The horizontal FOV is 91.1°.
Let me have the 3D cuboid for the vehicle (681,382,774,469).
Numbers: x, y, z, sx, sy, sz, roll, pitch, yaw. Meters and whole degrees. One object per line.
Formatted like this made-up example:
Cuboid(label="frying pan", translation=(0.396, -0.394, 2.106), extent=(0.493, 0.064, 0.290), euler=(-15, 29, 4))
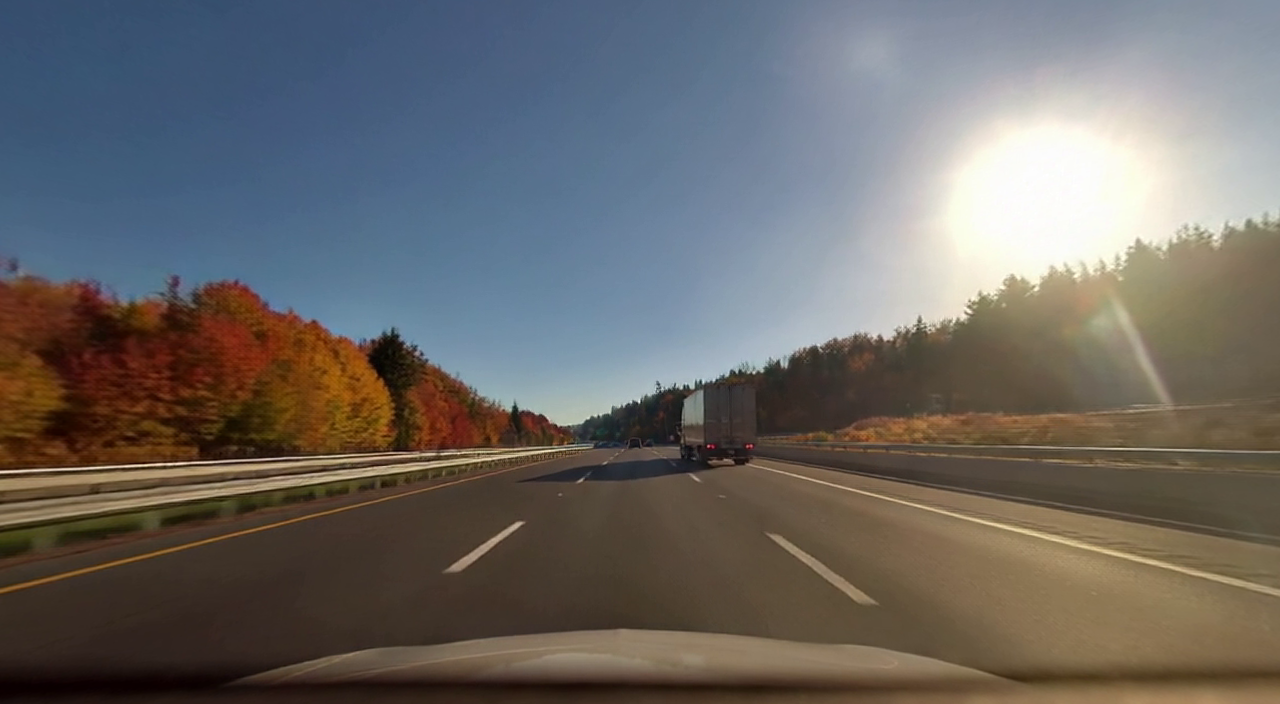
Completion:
Cuboid(label="vehicle", translation=(4.207, 3.912, 32.648), extent=(3.348, 3.847, 8.908), euler=(0, -8, -1))
